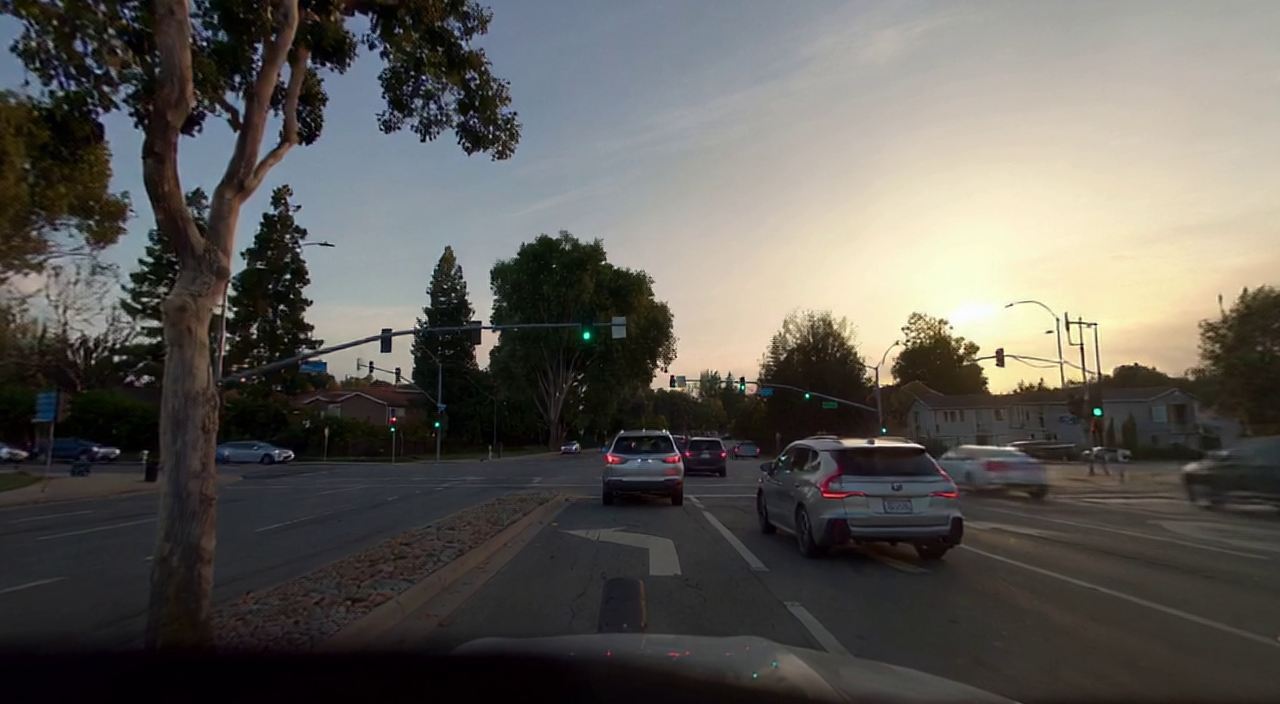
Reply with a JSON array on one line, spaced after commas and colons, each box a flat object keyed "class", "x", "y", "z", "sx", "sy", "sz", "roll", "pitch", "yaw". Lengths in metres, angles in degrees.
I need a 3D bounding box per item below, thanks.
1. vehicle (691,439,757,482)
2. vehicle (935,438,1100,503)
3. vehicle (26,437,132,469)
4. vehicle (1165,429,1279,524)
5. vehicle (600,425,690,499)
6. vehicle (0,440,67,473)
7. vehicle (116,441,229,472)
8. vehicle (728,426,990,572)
[{"class": "vehicle", "x": 3.026, "y": 3.991, "z": 23.481, "sx": 1.795, "sy": 1.457, "sz": 3.979, "roll": 0, "pitch": -8, "yaw": -2}, {"class": "vehicle", "x": 9.929, "y": 3.115, "z": 17.050, "sx": 1.824, "sy": 1.511, "sz": 4.185, "roll": 0, "pitch": -8, "yaw": 0}, {"class": "vehicle", "x": -36.873, "y": 6.626, "z": 41.531, "sx": 4.771, "sy": 1.778, "sz": 2.032, "roll": 3, "pitch": -8, "yaw": -3}, {"class": "vehicle", "x": 12.701, "y": 2.279, "z": 11.566, "sx": 2.085, "sy": 1.726, "sz": 4.668, "roll": 0, "pitch": -8, "yaw": 1}, {"class": "vehicle", "x": 0.068, "y": 2.889, "z": 16.873, "sx": 2.099, "sy": 1.705, "sz": 4.020, "roll": 0, "pitch": -8, "yaw": -1}, {"class": "vehicle", "x": -35.031, "y": 5.779, "z": 34.941, "sx": 4.465, "sy": 1.693, "sz": 1.959, "roll": 2, "pitch": -9, "yaw": -1}, {"class": "vehicle", "x": -26.350, "y": 5.887, "z": 35.635, "sx": 4.724, "sy": 1.630, "sz": 1.968, "roll": 0, "pitch": -8, "yaw": -3}, {"class": "vehicle", "x": 2.577, "y": 1.848, "z": 8.780, "sx": 2.009, "sy": 1.480, "sz": 4.423, "roll": 0, "pitch": -8, "yaw": -1}]
